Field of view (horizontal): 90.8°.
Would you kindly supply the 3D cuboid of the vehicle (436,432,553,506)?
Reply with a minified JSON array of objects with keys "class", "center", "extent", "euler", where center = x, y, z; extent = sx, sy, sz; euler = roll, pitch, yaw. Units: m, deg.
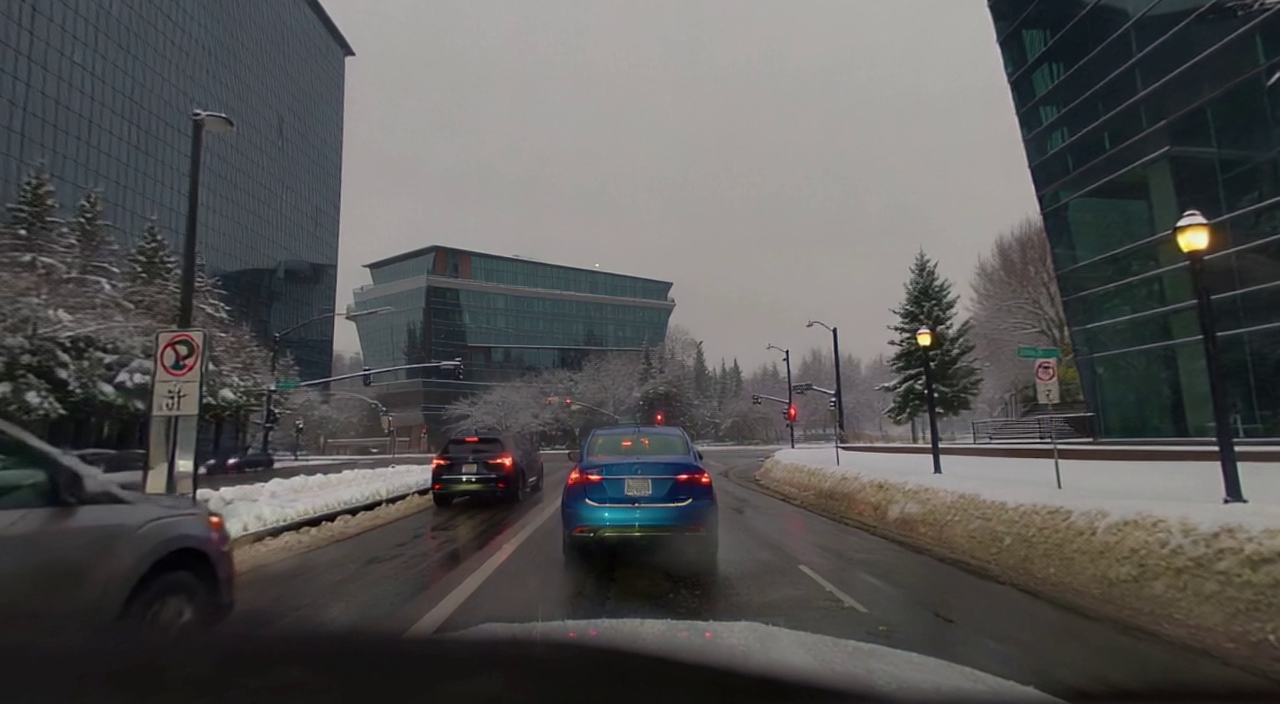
[{"class":"vehicle","center":[-3.625,2.989,16.587],"extent":[2.068,1.678,4.199],"euler":[0,-8,0]}]

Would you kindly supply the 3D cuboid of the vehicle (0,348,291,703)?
[{"class":"vehicle","center":[-3.598,0.812,2.325],"extent":[2.083,1.691,4.398],"euler":[0,-8,0]}]

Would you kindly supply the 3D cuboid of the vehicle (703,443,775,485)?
[{"class":"vehicle","center":[3.705,4.260,24.457],"extent":[2.082,1.445,4.426],"euler":[0,-8,0]}]

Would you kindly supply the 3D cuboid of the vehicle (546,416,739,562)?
[{"class":"vehicle","center":[0.008,1.885,9.405],"extent":[2.207,1.659,4.155],"euler":[0,-8,0]}]
